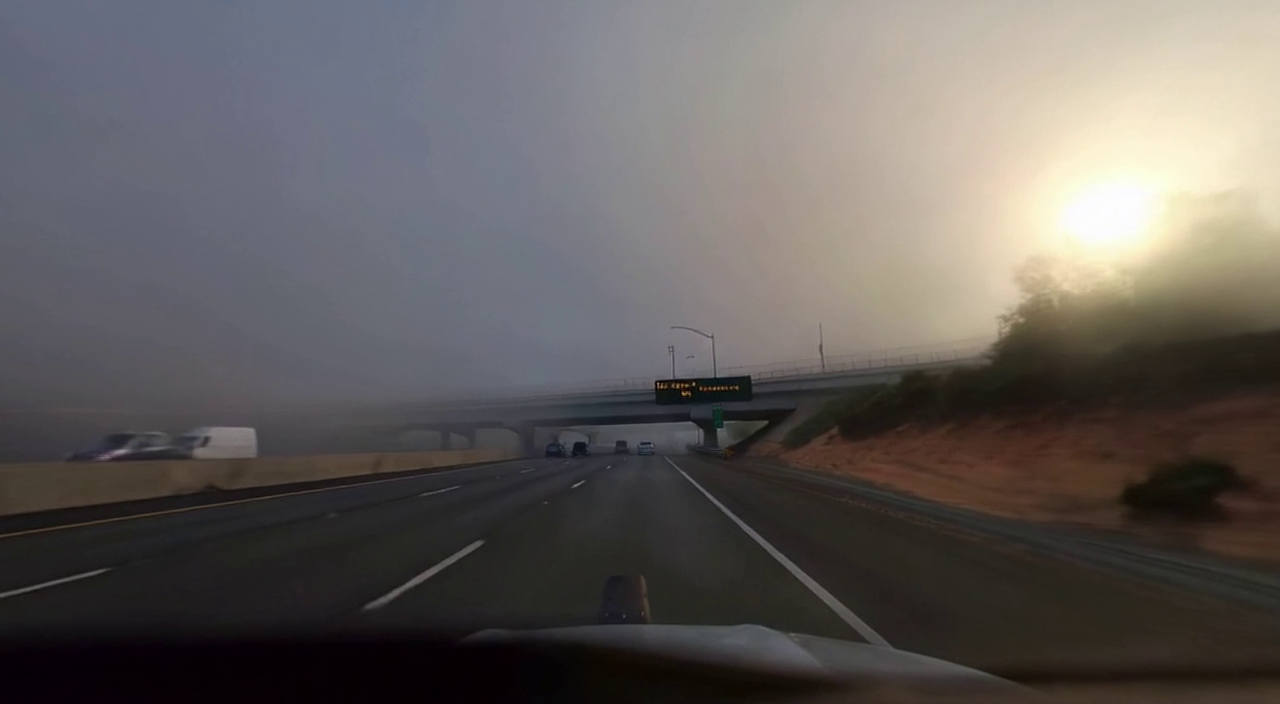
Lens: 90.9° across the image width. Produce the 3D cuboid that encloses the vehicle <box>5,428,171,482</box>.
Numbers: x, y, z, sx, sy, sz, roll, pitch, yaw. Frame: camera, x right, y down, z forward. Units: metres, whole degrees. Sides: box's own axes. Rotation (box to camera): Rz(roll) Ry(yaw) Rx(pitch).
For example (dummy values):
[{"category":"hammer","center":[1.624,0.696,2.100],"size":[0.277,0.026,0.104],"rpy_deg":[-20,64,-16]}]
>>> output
[{"category":"vehicle","center":[-16.294,3.063,18.882],"size":[1.716,1.450,3.496],"rpy_deg":[0,-8,2]}]

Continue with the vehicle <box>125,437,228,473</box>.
[{"category":"vehicle","center":[-20.680,4.602,28.336],"size":[1.727,1.517,3.665],"rpy_deg":[0,-8,2]}]
